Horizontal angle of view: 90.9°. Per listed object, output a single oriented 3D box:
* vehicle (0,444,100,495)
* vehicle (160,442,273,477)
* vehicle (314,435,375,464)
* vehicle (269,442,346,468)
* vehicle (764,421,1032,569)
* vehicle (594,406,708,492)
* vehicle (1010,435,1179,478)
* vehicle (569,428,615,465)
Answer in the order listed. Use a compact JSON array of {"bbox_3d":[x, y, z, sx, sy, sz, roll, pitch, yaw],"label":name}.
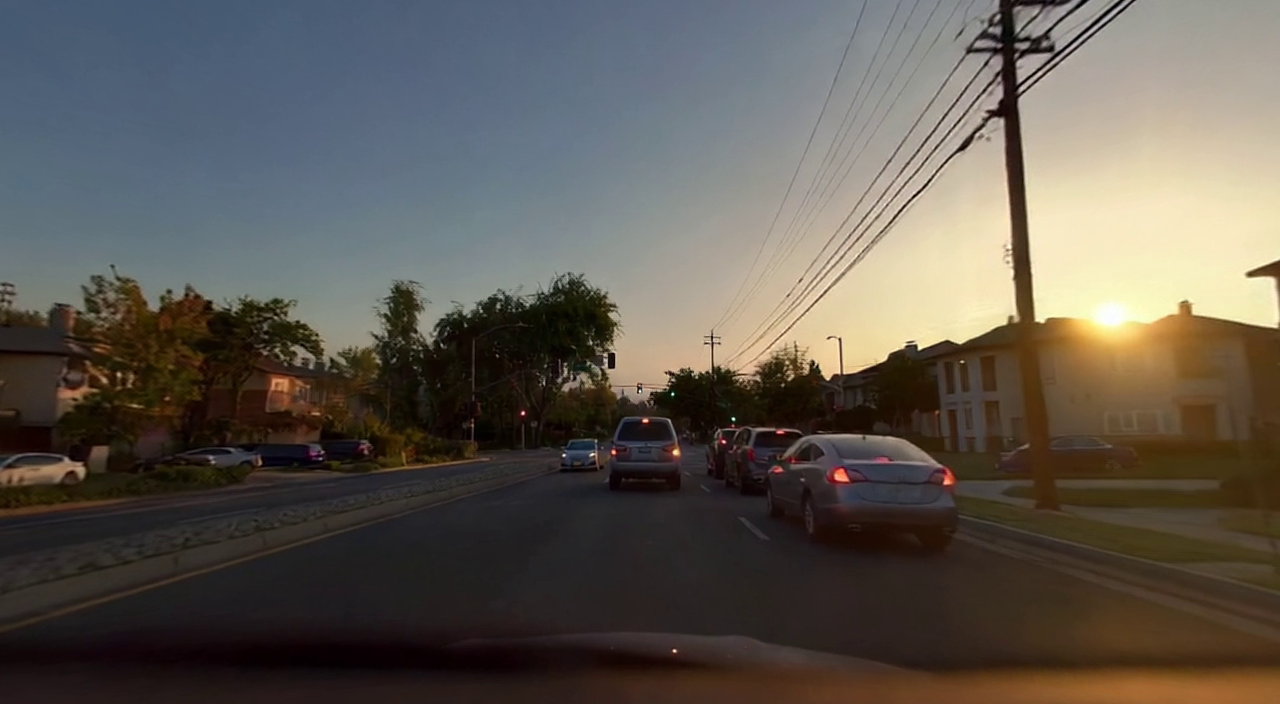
[{"bbox_3d":[-19.799,3.601,19.506,1.866,1.471,4.770,0,-8,1],"label":"vehicle"},{"bbox_3d":[-19.670,4.986,29.566,1.891,1.460,4.681,0,-8,3],"label":"vehicle"},{"bbox_3d":[-19.826,6.563,42.492,1.996,1.809,4.699,0,-8,-3],"label":"vehicle"},{"bbox_3d":[-19.593,6.073,37.384,1.830,1.436,4.771,0,-8,2],"label":"vehicle"},{"bbox_3d":[3.108,1.804,8.702,2.002,1.511,4.124,0,-8,1],"label":"vehicle"},{"bbox_3d":[0.284,2.752,18.004,2.769,2.087,5.130,0,-8,0],"label":"vehicle"},{"bbox_3d":[16.632,3.850,23.279,4.671,1.495,1.900,-1,-8,4],"label":"vehicle"},{"bbox_3d":[-2.536,5.133,34.334,1.999,1.864,4.279,0,-8,3],"label":"vehicle"}]
